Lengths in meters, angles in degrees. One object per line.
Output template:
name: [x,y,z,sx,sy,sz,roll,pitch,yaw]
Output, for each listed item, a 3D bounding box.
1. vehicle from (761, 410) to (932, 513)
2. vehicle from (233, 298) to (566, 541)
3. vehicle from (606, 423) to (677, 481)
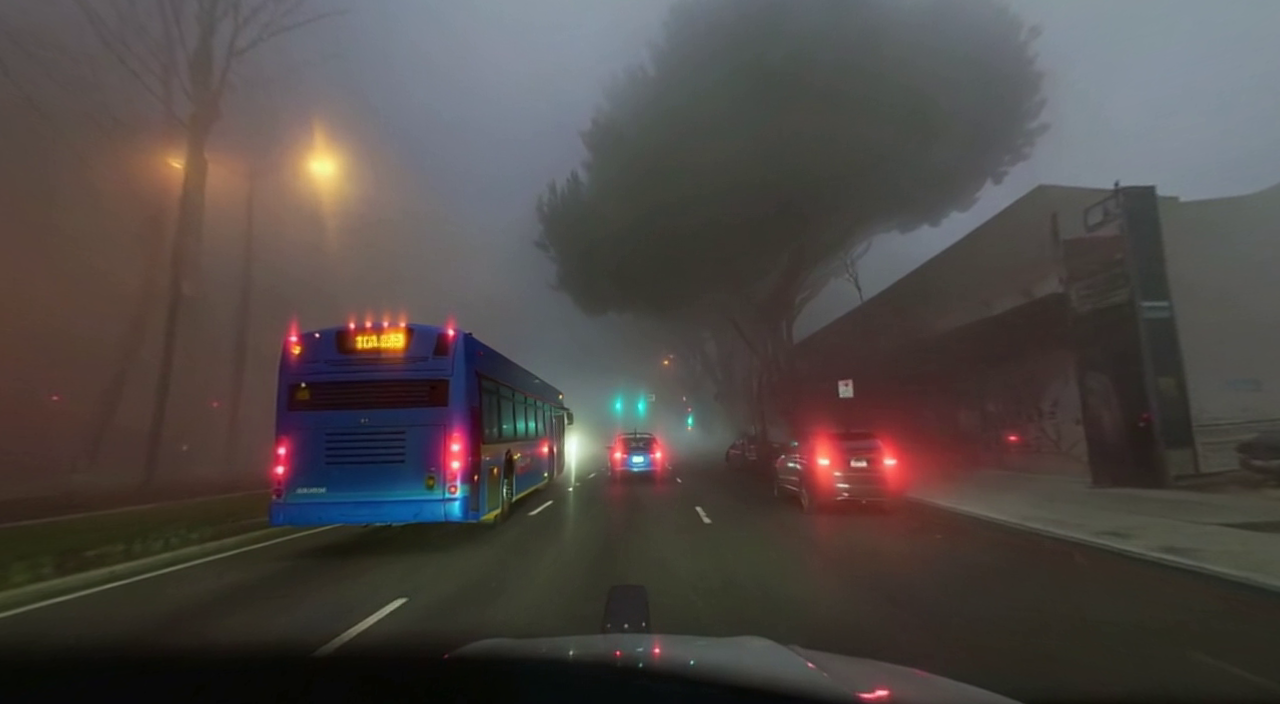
vehicle: [4.038,2.254,13.320,2.138,1.787,4.522,0,-8,1]
vehicle: [-3.305,1.458,11.777,2.920,2.884,8.588,0,-9,-1]
vehicle: [0.072,3.296,20.950,2.120,1.727,3.917,0,-8,1]
